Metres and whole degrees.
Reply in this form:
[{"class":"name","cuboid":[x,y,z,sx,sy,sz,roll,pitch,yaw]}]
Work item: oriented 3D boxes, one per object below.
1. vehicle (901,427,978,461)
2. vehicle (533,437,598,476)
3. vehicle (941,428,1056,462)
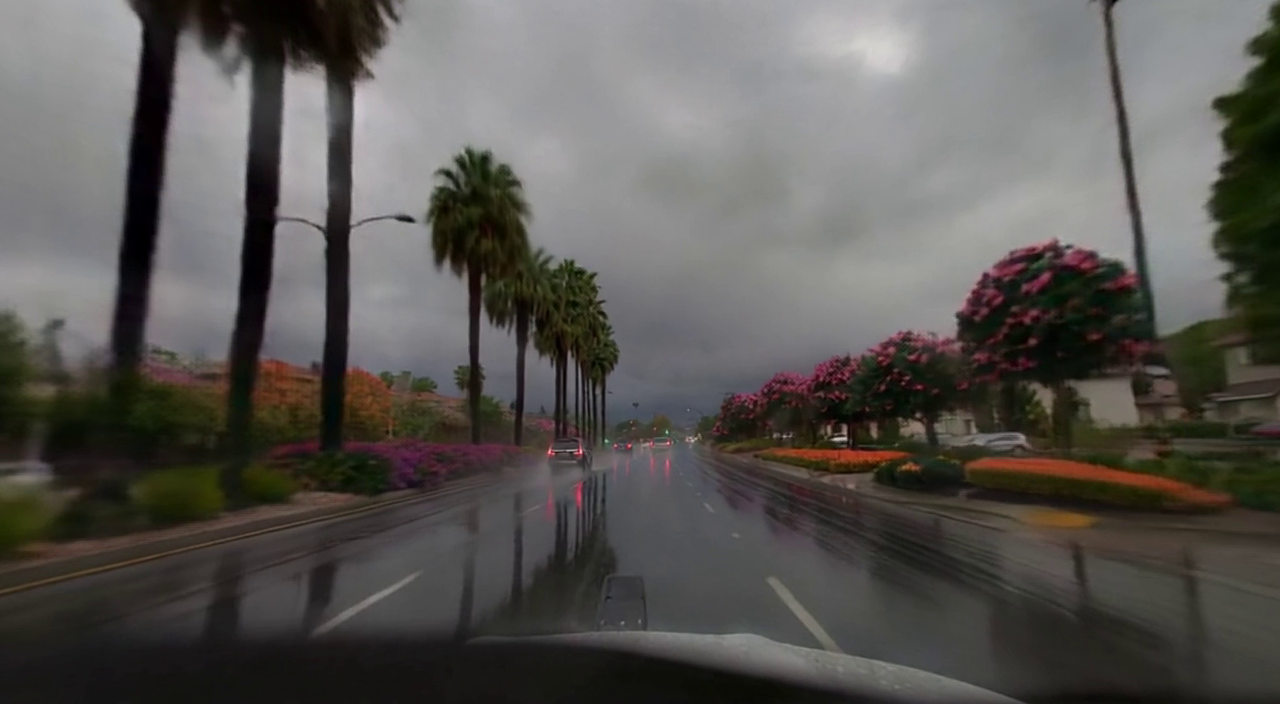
[{"class":"vehicle","cuboid":[21.201,6.548,44.760,2.624,2.088,5.064,-3,-8,-5]},{"class":"vehicle","cuboid":[-3.029,4.363,26.475,2.036,1.478,4.508,0,-8,2]},{"class":"vehicle","cuboid":[22.008,5.770,38.943,2.426,1.902,6.126,2,-9,-15]}]
